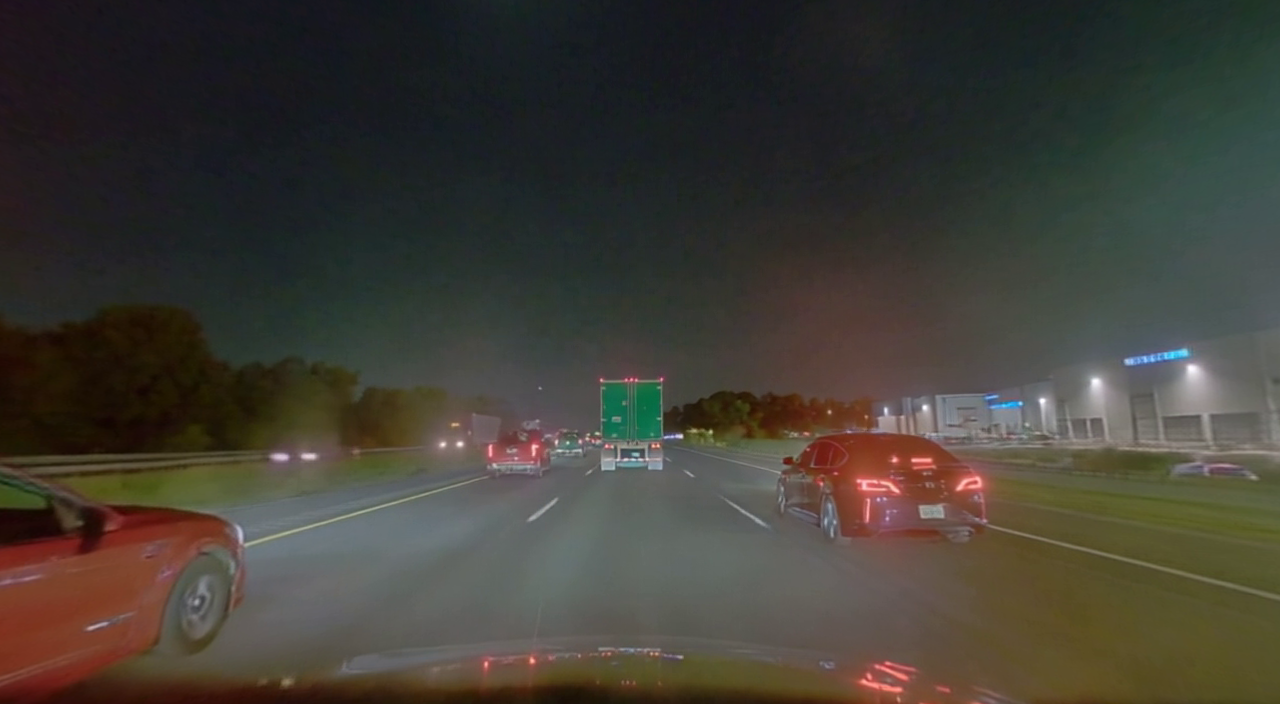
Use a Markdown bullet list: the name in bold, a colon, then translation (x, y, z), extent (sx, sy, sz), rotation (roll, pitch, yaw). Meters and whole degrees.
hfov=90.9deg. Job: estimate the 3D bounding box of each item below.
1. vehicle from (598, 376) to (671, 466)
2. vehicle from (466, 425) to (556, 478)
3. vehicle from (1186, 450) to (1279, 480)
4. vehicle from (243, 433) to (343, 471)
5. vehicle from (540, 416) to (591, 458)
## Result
- **vehicle**: translation (-0.377, 3.785, 33.542), extent (3.259, 4.066, 9.891), rotation (0, -8, -2)
- **vehicle**: translation (-4.271, 3.380, 21.790), extent (2.005, 1.602, 5.131), rotation (0, -8, 0)
- **vehicle**: translation (44.245, 8.405, 47.055), extent (4.593, 2.050, 2.388), rotation (0, -8, 0)
- **vehicle**: translation (-14.971, 4.307, 27.478), extent (1.934, 1.527, 4.158), rotation (0, -8, 0)
- **vehicle**: translation (-5.109, 6.001, 44.370), extent (2.717, 2.714, 6.997), rotation (0, -8, 0)
